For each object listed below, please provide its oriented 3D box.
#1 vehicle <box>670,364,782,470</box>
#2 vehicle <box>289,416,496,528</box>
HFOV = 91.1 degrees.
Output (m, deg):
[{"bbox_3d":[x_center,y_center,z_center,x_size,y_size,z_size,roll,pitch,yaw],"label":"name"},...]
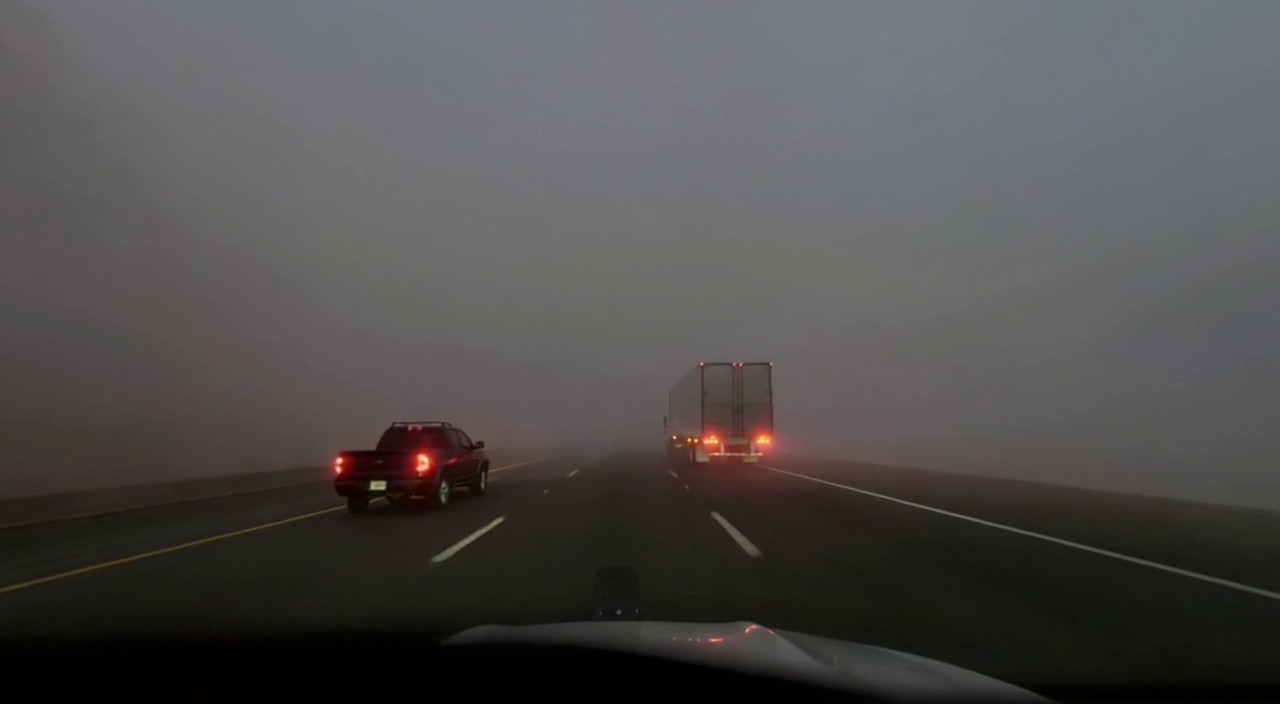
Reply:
[{"bbox_3d":[3.798,3.757,33.587,3.144,4.168,17.594,0,-8,-1],"label":"vehicle"},{"bbox_3d":[-4.075,2.026,11.257,2.044,1.604,4.144,0,-8,0],"label":"vehicle"}]
